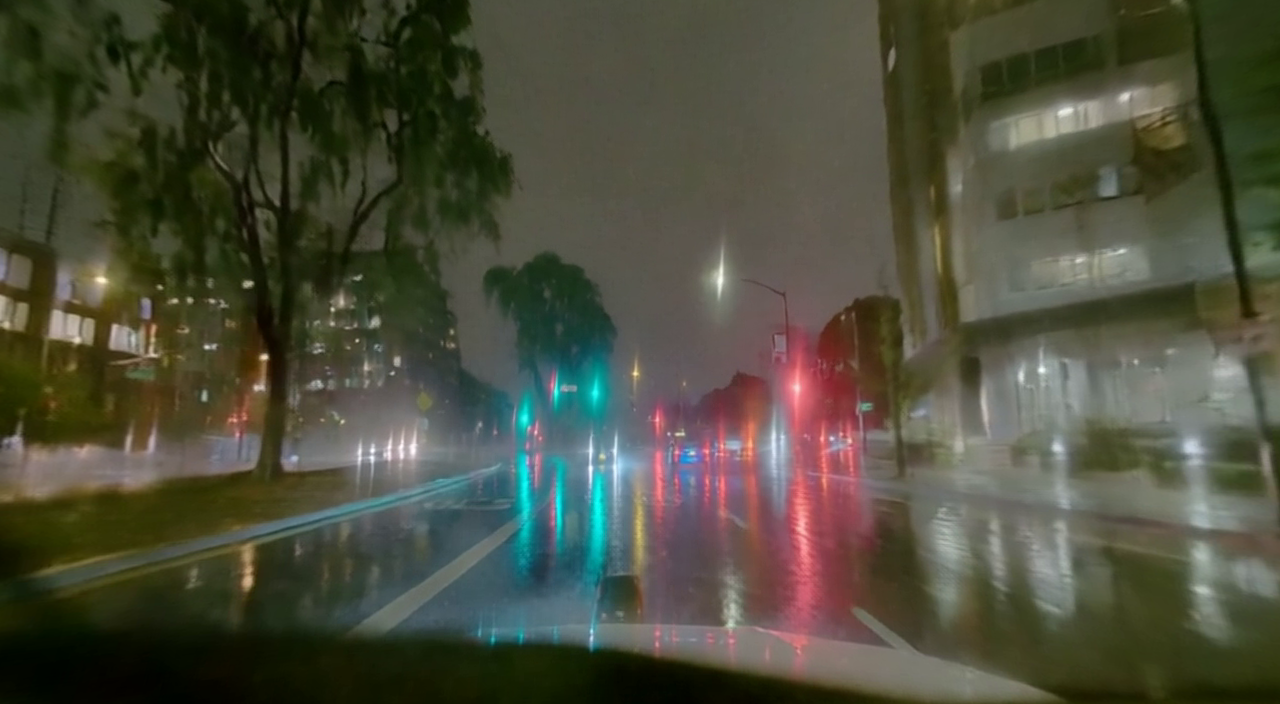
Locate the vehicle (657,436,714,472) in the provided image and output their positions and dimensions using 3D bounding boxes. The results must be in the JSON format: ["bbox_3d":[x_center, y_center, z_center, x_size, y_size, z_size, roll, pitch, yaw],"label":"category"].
[{"bbox_3d":[1.957,4.609,28.698,1.918,1.479,4.468,0,-9,-4],"label":"vehicle"}]

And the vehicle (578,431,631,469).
[{"bbox_3d":[-1.790,4.735,30.583,2.317,1.713,4.231,1,-9,-6],"label":"vehicle"}]
